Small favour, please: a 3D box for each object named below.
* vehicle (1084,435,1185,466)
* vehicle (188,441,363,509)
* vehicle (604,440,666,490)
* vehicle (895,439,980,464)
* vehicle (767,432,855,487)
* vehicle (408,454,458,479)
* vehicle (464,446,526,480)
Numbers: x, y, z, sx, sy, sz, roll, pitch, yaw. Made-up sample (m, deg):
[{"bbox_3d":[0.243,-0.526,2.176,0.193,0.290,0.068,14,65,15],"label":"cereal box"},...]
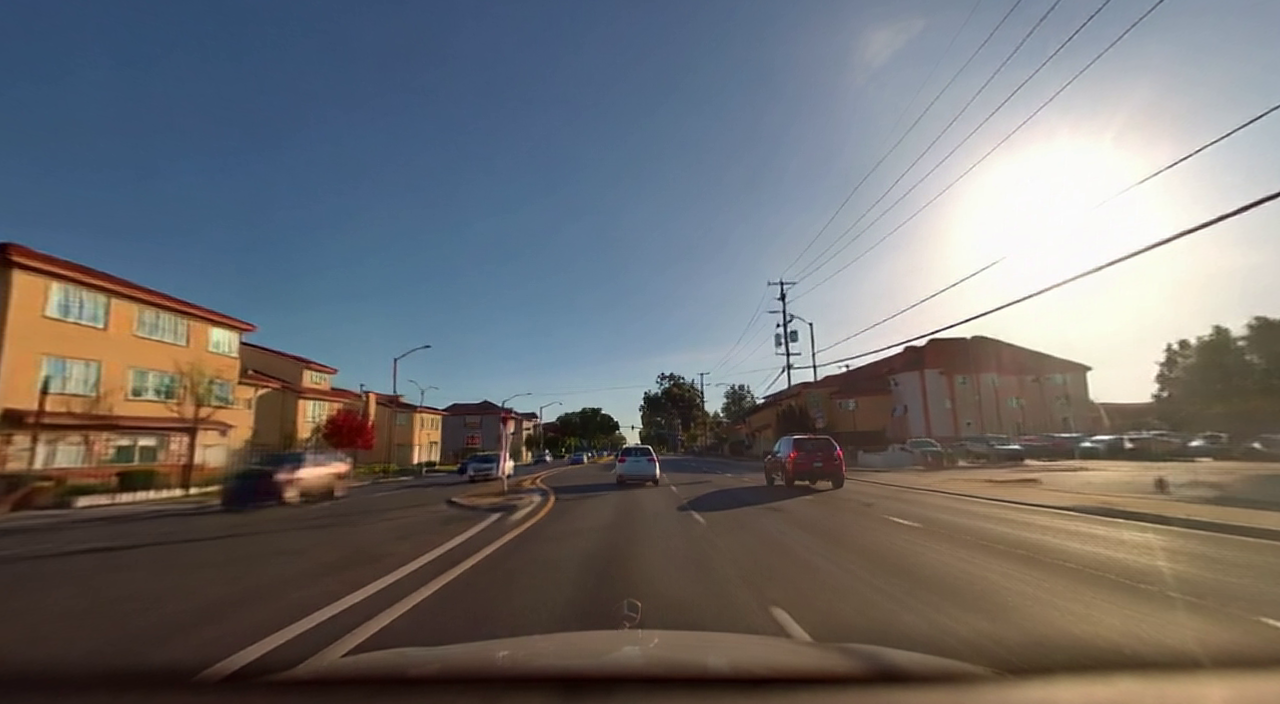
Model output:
[{"bbox_3d":[30.426,6.076,38.851,4.557,1.635,1.935,-3,-8,-3],"label":"vehicle"},{"bbox_3d":[-11.310,3.844,20.261,2.193,1.851,5.705,0,-9,0],"label":"vehicle"},{"bbox_3d":[-0.212,4.255,23.978,2.138,1.702,4.168,0,-9,-1],"label":"vehicle"},{"bbox_3d":[18.942,6.360,40.178,4.415,1.519,1.907,0,-9,1],"label":"vehicle"},{"bbox_3d":[6.348,4.051,23.966,2.061,1.889,4.268,0,-9,-1],"label":"vehicle"},{"bbox_3d":[-14.524,8.020,44.456,1.950,1.611,4.472,0,-9,0],"label":"vehicle"},{"bbox_3d":[-8.014,6.169,35.343,2.283,1.715,4.918,-1,-9,1],"label":"vehicle"}]
